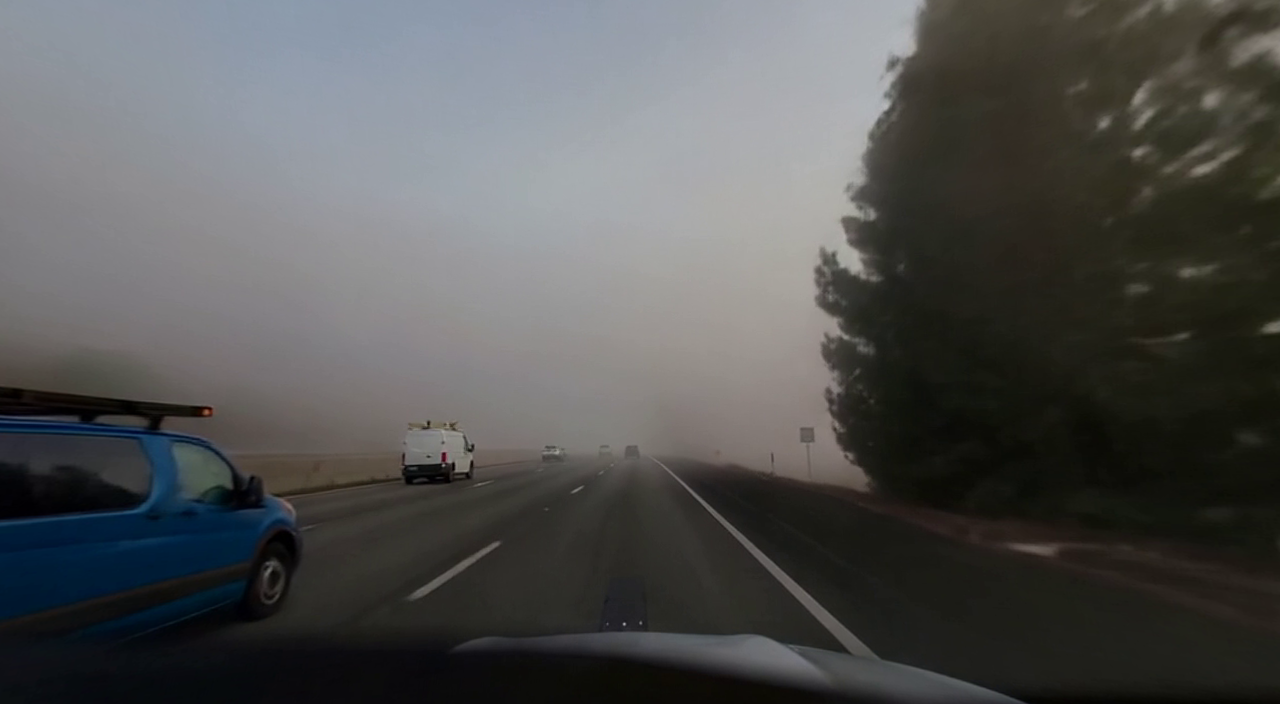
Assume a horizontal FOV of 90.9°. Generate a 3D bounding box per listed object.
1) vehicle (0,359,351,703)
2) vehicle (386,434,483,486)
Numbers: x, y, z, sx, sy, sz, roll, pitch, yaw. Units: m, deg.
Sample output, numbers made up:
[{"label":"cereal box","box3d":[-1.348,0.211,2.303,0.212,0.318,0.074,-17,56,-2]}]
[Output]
[{"label":"vehicle","box3d":[-3.645,0.968,3.176,2.040,1.679,4.865,0,-9,0]},{"label":"vehicle","box3d":[-7.725,4.107,24.267,2.093,1.752,4.771,0,-9,0]}]
